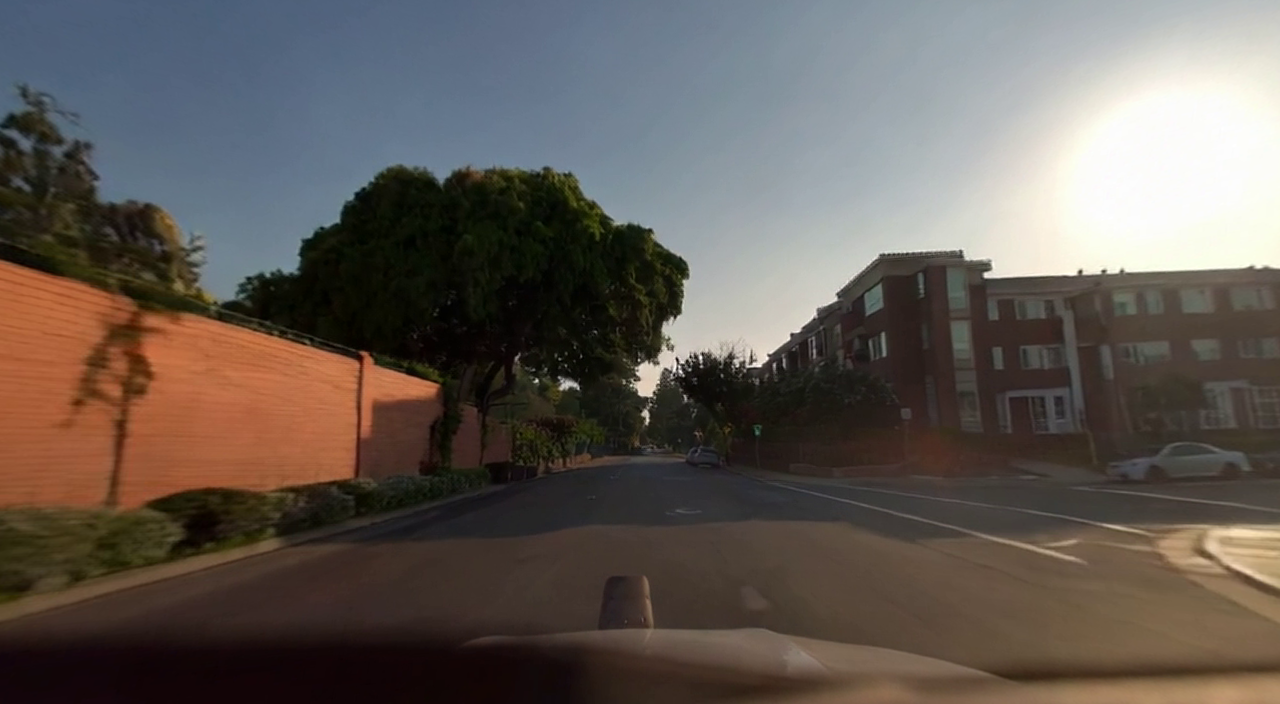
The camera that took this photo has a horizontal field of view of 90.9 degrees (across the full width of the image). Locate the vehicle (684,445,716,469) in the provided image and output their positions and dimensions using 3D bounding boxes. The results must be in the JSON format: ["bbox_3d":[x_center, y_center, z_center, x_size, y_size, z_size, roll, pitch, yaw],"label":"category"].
[{"bbox_3d":[4.452,7.875,47.677,2.048,1.596,5.543,1,-8,2],"label":"vehicle"}]

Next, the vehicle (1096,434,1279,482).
[{"bbox_3d":[19.044,3.715,21.967,4.697,1.502,2.124,1,-11,-4],"label":"vehicle"}]
